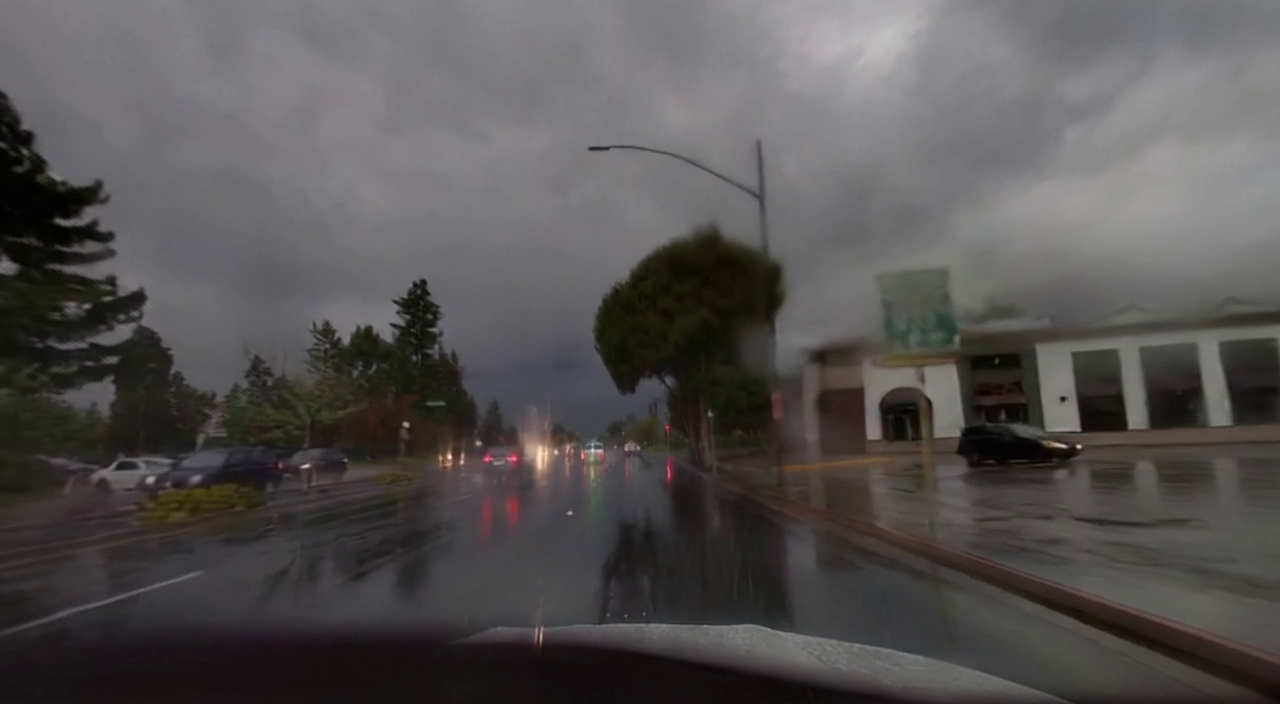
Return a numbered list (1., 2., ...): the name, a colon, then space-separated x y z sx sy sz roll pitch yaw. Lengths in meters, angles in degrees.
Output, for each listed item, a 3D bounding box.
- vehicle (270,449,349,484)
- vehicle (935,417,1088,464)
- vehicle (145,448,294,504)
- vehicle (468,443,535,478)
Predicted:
1. vehicle: -17.754 6.144 34.089 1.902 1.747 4.380 0 -9 0
2. vehicle: 12.701 3.110 21.857 4.148 1.507 1.840 -3 -9 18
3. vehicle: -12.983 3.797 19.886 1.937 1.526 4.530 1 -9 -6
4. vehicle: -6.207 4.927 28.858 2.072 1.427 4.328 0 -9 0
